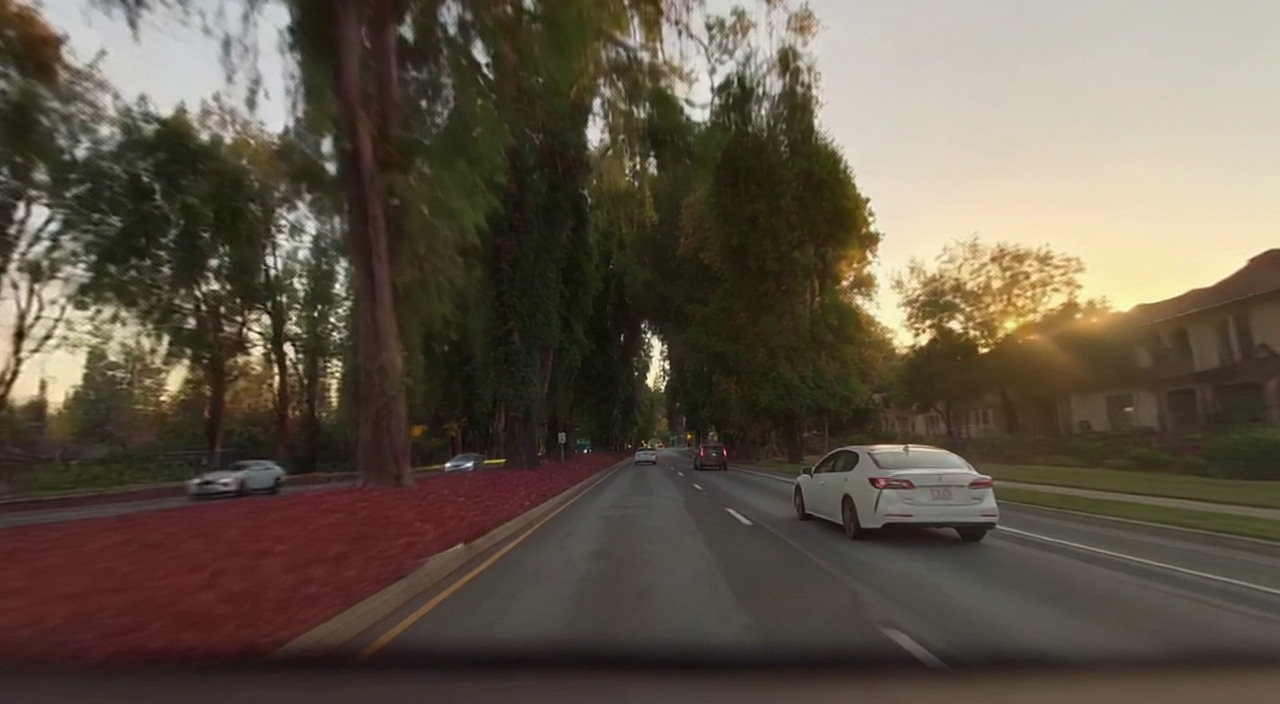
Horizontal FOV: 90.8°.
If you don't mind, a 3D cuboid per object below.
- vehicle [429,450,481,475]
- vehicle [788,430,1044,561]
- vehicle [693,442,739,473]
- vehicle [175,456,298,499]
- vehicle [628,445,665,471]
[{"bbox_3d":[-11.682,7.017,40.244,1.907,1.456,4.520,0,-8,1],"label":"vehicle"},{"bbox_3d":[3.741,1.998,9.555,1.985,1.529,4.147,0,-8,0],"label":"vehicle"},{"bbox_3d":[4.295,5.988,36.176,2.074,1.652,4.340,0,-8,0],"label":"vehicle"},{"bbox_3d":[-16.095,5.001,25.564,1.855,1.449,4.662,0,-8,1],"label":"vehicle"},{"bbox_3d":[0.374,6.308,37.778,2.082,1.473,4.028,0,-8,0],"label":"vehicle"}]
